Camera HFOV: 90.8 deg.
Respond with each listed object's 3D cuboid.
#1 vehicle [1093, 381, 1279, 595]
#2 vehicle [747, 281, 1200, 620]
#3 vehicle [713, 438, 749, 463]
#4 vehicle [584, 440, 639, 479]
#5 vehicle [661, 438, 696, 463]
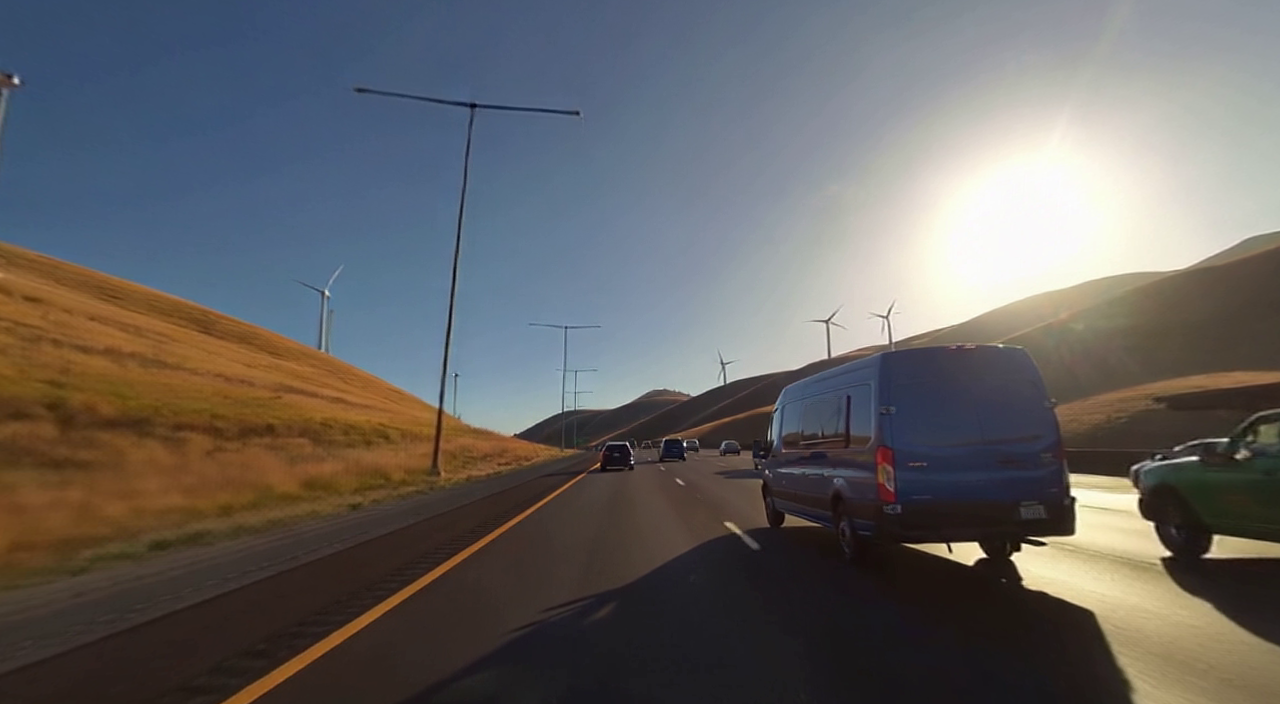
[{"bbox_3d":[6.594,1.068,4.694,2.070,1.833,5.811,0,-8,-1],"label":"vehicle"},{"bbox_3d":[3.033,1.143,7.801,2.365,2.630,5.754,0,-8,0],"label":"vehicle"},{"bbox_3d":[6.407,6.991,45.083,1.864,1.689,4.206,0,-8,-1],"label":"vehicle"},{"bbox_3d":[-1.079,4.309,25.634,2.082,1.445,3.826,0,-8,0],"label":"vehicle"},{"bbox_3d":[2.739,7.072,45.550,2.108,1.717,3.996,0,-8,-2],"label":"vehicle"}]
